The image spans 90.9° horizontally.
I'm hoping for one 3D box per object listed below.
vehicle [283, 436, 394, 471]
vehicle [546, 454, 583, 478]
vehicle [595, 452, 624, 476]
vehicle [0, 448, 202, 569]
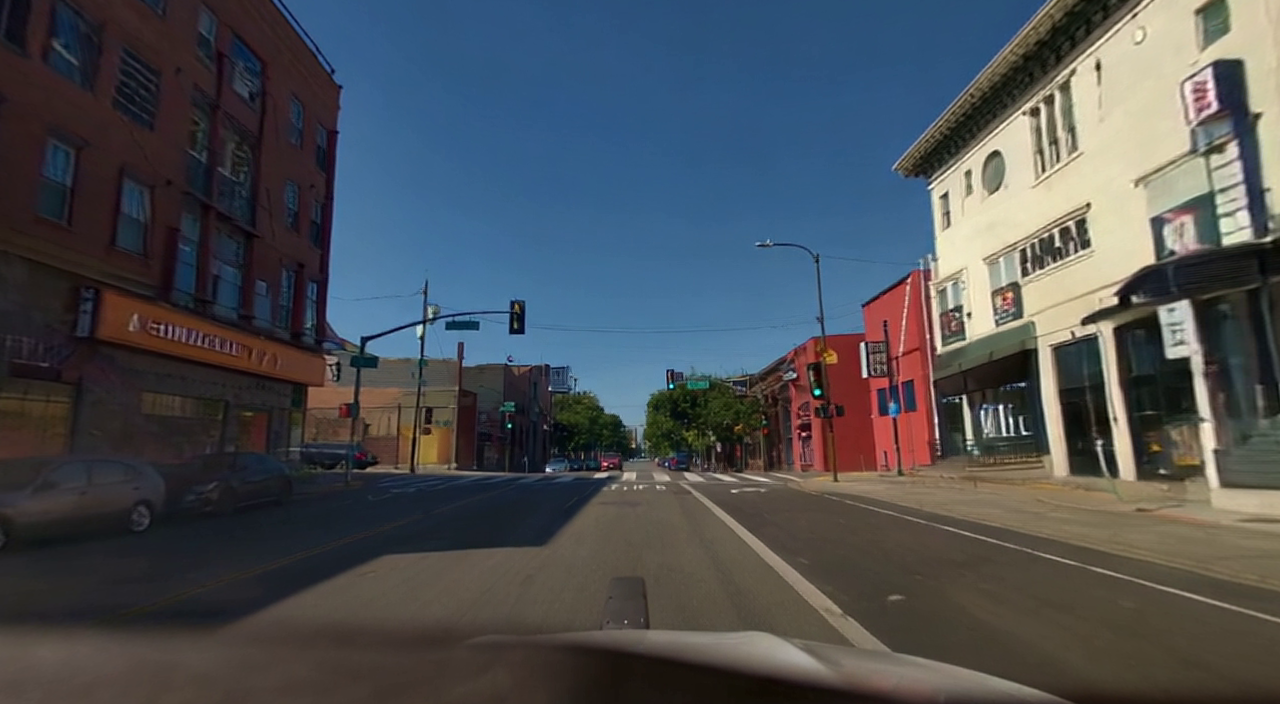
[{"bbox_3d":[-17.587,5.933,36.969,5.376,1.994,2.196,0,-8,2],"label":"vehicle"},{"bbox_3d":[-5.774,8.763,48.675,2.167,1.643,4.518,-1,-8,2],"label":"vehicle"},{"bbox_3d":[-2.302,8.612,48.669,1.981,1.625,4.399,0,-8,0],"label":"vehicle"},{"bbox_3d":[-9.320,2.278,9.739,1.908,1.529,4.522,0,-8,-1],"label":"vehicle"}]
